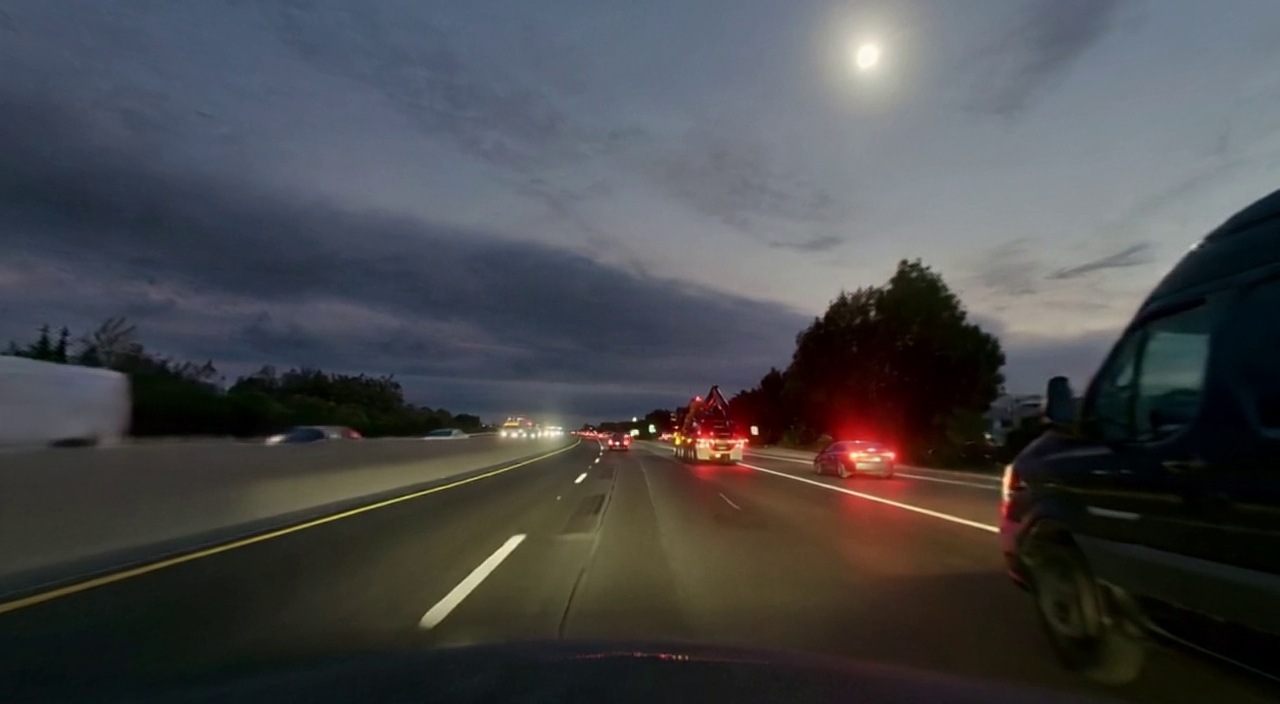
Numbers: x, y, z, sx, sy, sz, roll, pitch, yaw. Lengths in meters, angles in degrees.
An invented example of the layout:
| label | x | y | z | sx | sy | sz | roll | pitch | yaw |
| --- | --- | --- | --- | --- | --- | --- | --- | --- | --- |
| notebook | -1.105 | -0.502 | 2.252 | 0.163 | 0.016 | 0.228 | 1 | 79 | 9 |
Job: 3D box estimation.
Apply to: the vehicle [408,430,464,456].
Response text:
| label | x | y | z | sx | sy | sz | roll | pitch | yaw |
| --- | --- | --- | --- | --- | --- | --- | --- | --- | --- |
| vehicle | -12.301 | 5.499 | 38.295 | 1.963 | 1.489 | 4.582 | 0 | -8 | -2 |

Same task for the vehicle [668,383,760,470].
| label | x | y | z | sx | sy | sz | roll | pitch | yaw |
| --- | --- | --- | --- | --- | --- | --- | --- | --- | --- |
| vehicle | 3.416 | 3.890 | 32.324 | 2.912 | 3.738 | 10.123 | 0 | -8 | -4 |

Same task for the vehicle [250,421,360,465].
| label | x | y | z | sx | sy | sz | roll | pitch | yaw |
| --- | --- | --- | --- | --- | --- | --- | --- | --- | --- |
| vehicle | -12.472 | 3.420 | 23.807 | 2.055 | 1.499 | 4.104 | 0 | -8 | -2 |

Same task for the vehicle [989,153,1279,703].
| label | x | y | z | sx | sy | sz | roll | pitch | yaw |
| --- | --- | --- | --- | --- | --- | --- | --- | --- | --- |
| vehicle | 3.779 | 0.328 | 1.474 | 2.386 | 2.509 | 5.880 | 0 | -8 | -2 |

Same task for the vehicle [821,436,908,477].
| label | x | y | z | sx | sy | sz | roll | pitch | yaw |
| --- | --- | --- | --- | --- | --- | --- | --- | --- | --- |
| vehicle | 8.753 | 4.076 | 24.994 | 1.820 | 1.469 | 4.257 | 0 | -8 | -1 |
